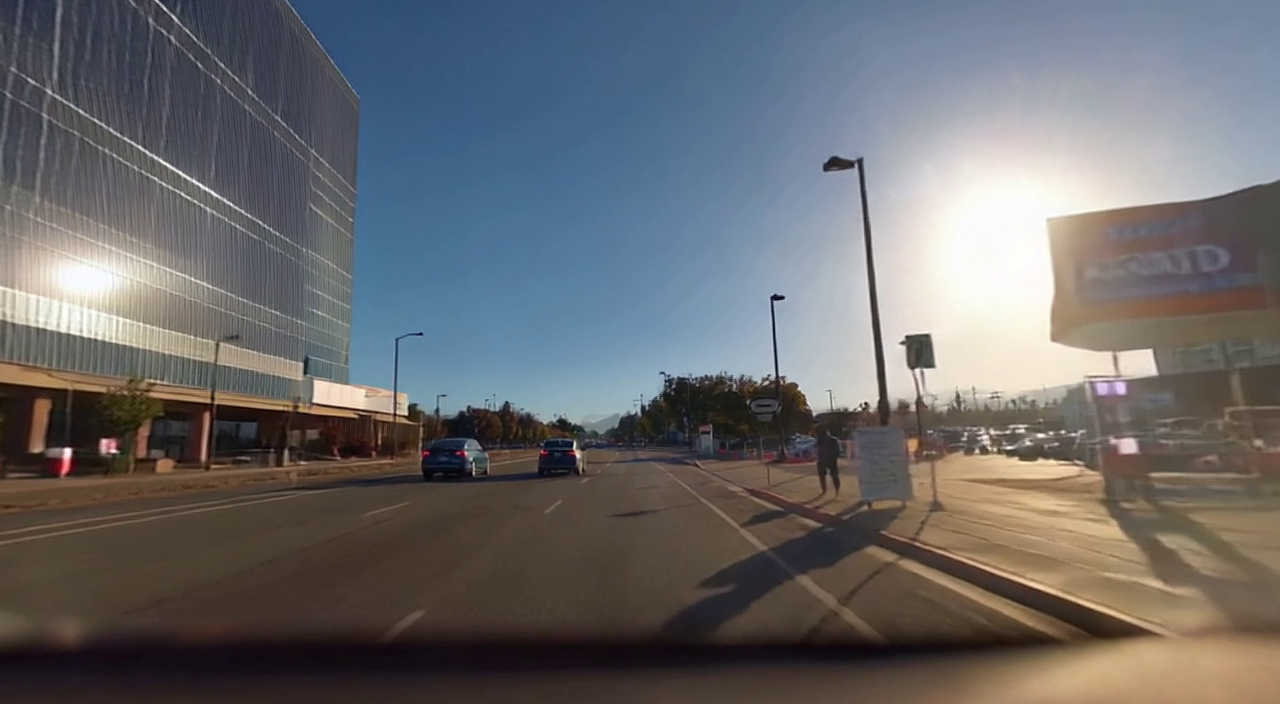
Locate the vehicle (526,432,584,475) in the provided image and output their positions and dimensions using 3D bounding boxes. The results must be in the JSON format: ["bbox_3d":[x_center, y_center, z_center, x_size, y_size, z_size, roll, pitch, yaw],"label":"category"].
[{"bbox_3d":[-3.694,4.513,28.247,2.052,1.729,4.195,0,-9,0],"label":"vehicle"}]

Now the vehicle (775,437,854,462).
[{"bbox_3d":[11.161,6.267,40.678,4.513,1.541,1.948,-1,-9,5],"label":"vehicle"}]

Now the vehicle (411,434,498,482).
[{"bbox_3d":[-6.846,3.963,23.878,1.909,1.605,4.561,0,-9,0],"label":"vehicle"}]
